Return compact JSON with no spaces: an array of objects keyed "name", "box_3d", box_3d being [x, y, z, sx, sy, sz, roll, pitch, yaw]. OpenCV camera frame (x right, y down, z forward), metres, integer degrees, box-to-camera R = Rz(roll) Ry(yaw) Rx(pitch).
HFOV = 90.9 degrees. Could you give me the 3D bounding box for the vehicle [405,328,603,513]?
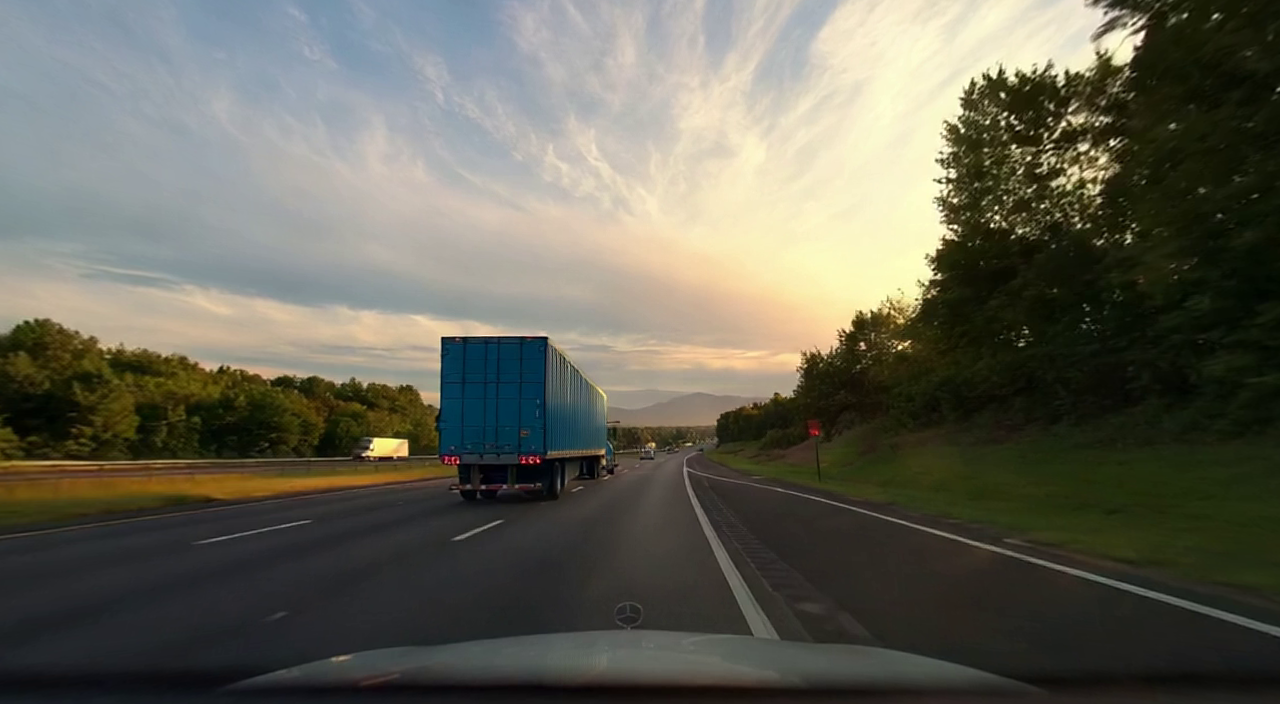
[{"name":"vehicle","box_3d":[-3.422,2.595,21.207,2.851,4.098,14.436,0,-9,2]}]
